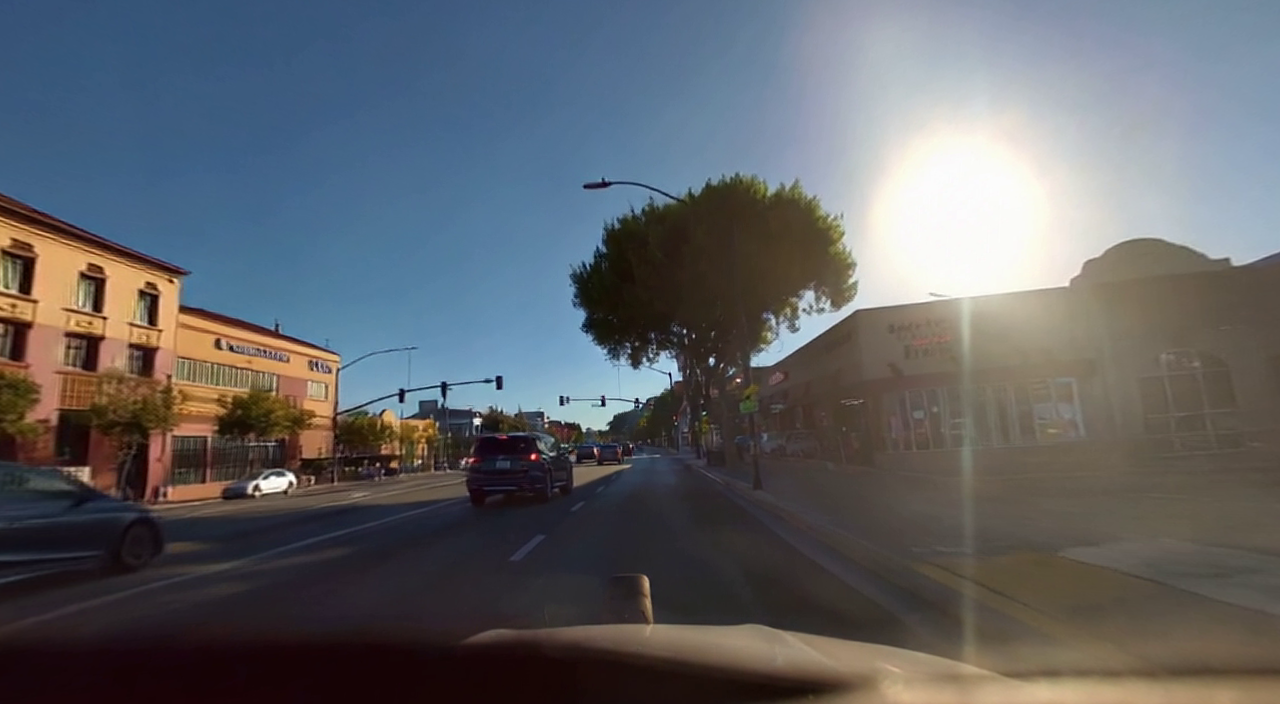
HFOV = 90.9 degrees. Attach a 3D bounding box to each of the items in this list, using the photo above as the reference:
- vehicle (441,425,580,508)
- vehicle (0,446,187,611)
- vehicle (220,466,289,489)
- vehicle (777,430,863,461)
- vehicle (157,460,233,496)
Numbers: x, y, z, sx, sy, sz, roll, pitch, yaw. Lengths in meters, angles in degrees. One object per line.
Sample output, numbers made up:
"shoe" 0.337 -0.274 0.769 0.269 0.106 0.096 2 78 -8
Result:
"vehicle" -3.008 2.821 15.962 2.277 1.743 4.893 -1 -8 2
"vehicle" -6.659 1.546 5.419 1.950 1.450 4.657 0 -8 2
"vehicle" -28.843 9.348 47.190 3.971 1.500 1.887 8 -12 -43
"vehicle" 10.304 5.406 36.435 4.361 1.550 2.087 1 -12 3
"vehicle" -28.250 7.992 40.057 3.755 1.646 1.961 -3 -8 -40
